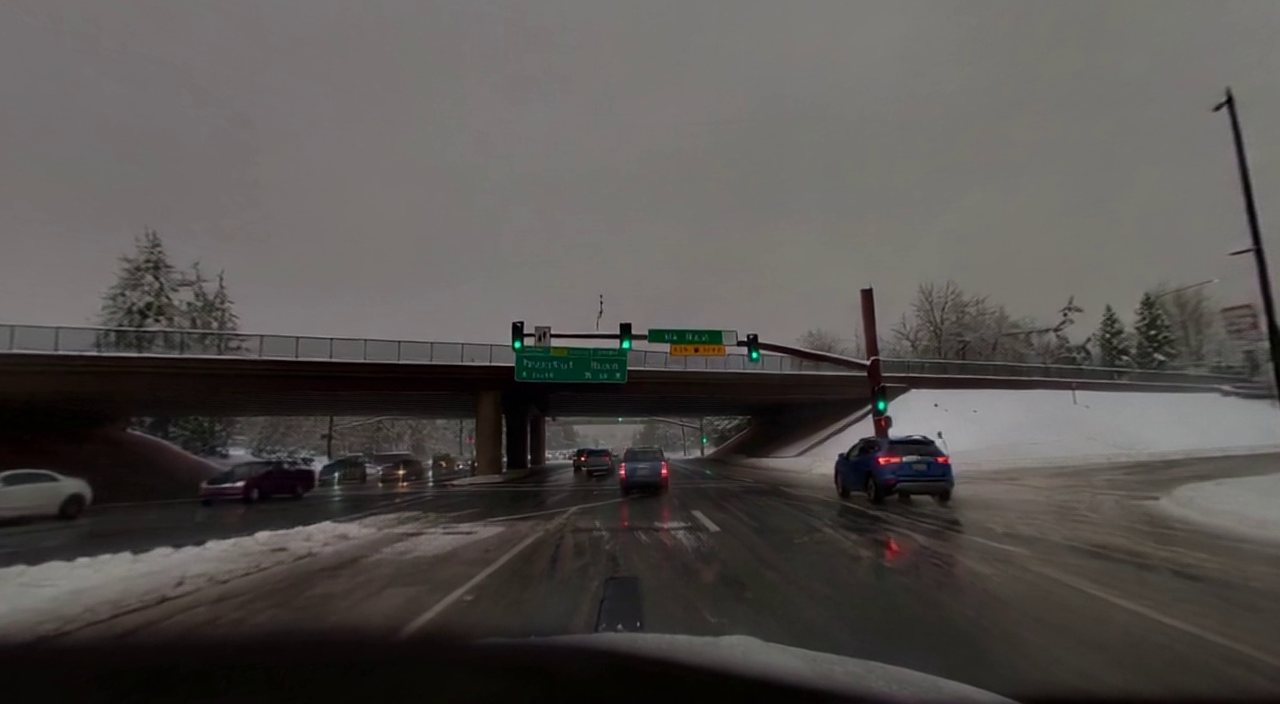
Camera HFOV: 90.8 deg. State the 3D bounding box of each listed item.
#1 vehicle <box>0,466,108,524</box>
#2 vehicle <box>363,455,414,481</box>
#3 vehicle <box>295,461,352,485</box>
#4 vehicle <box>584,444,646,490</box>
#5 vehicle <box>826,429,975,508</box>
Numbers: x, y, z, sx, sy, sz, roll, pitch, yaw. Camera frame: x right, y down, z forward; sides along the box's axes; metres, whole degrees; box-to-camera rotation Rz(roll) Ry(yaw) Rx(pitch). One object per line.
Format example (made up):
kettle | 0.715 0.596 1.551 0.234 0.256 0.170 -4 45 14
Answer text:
vehicle | -19.333 4.391 19.681 1.857 1.534 4.221 0 -8 -1
vehicle | -19.339 8.903 48.845 1.990 1.789 4.973 0 -8 -1
vehicle | -23.256 8.870 46.642 1.849 1.539 4.665 0 -8 -1
vehicle | -0.948 4.782 26.711 2.060 1.768 4.681 -1 -8 4
vehicle | 6.662 3.011 16.801 2.074 1.785 4.320 0 -8 -1
